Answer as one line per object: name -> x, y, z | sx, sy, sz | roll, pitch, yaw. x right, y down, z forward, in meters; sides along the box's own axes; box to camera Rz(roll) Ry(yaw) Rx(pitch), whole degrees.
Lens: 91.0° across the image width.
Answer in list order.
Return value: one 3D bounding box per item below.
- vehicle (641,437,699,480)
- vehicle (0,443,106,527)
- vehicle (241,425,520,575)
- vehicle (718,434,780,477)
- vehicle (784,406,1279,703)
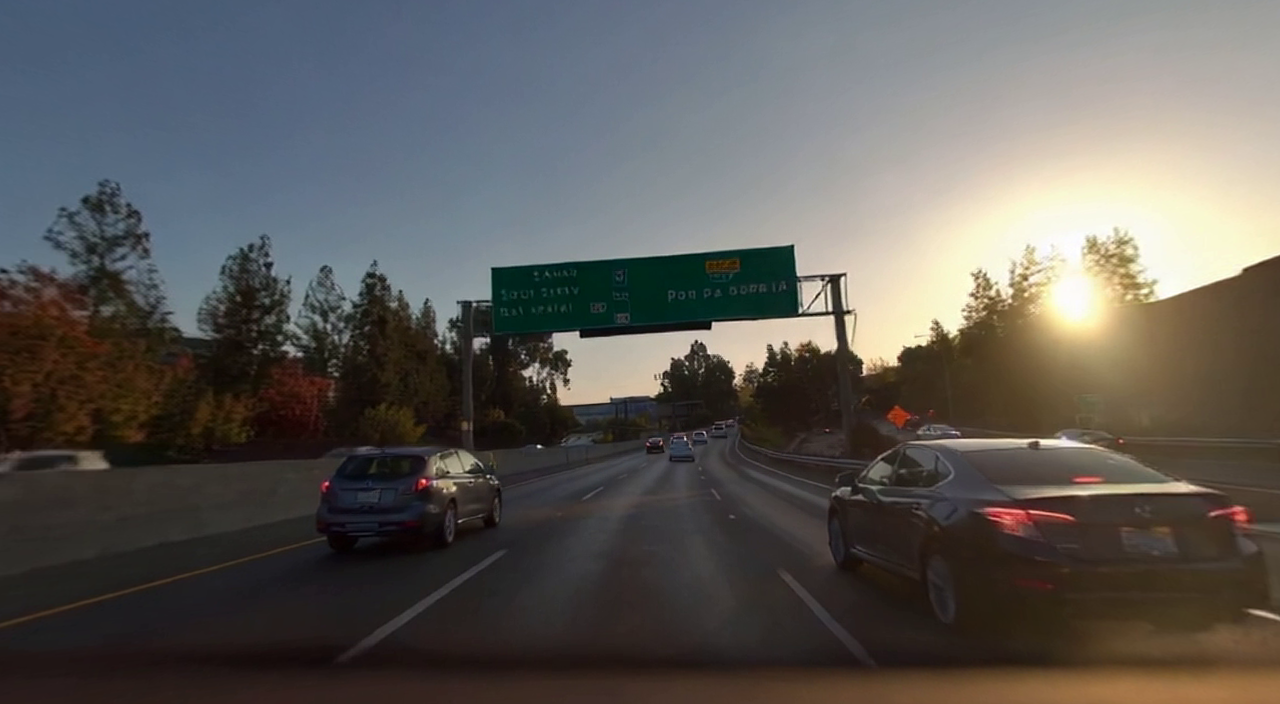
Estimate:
vehicle -> 1.260, 4.352, 25.969 | 2.201, 1.614, 3.803 | -1, -9, 3
vehicle -> -13.347, 2.551, 12.030 | 2.014, 1.590, 4.697 | 0, -9, 2
vehicle -> -3.173, 1.907, 8.930 | 1.937, 1.558, 4.469 | 0, -9, 1
vehicle -> 4.503, 4.364, 26.695 | 2.076, 1.684, 4.241 | 0, -9, 3
vehicle -> 2.681, 1.333, 5.000 | 2.009, 1.489, 4.559 | 0, -9, 0
